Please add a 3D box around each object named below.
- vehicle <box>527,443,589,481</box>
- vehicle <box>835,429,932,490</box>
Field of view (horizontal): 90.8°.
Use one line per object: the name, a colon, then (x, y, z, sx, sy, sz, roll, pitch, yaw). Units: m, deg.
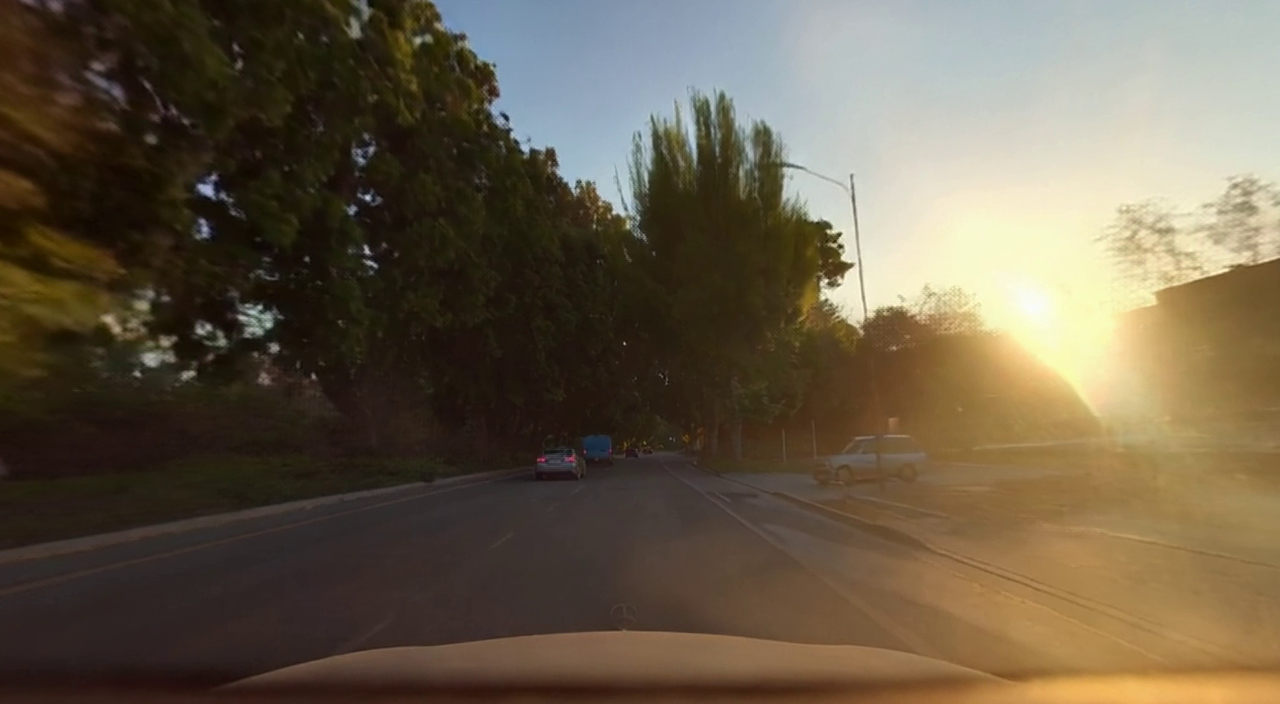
vehicle: (-3.345, 4.574, 26.559, 2.009, 1.473, 4.028, 0, -9, 0)
vehicle: (7.100, 3.155, 18.707, 1.596, 1.654, 2.920, 0, -9, -1)
